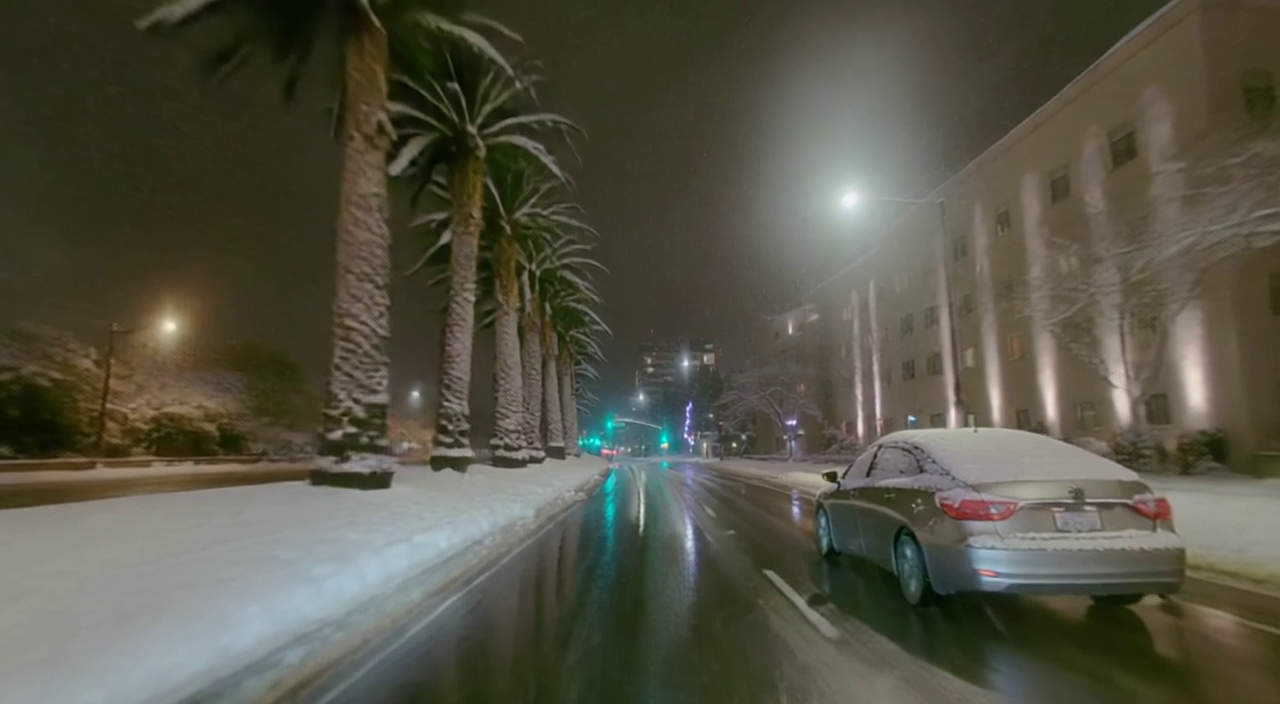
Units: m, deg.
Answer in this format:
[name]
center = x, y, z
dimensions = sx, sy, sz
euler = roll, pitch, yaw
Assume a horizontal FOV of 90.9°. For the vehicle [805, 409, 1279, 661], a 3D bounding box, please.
[vehicle]
center = 3.172, 1.462, 6.163
dimensions = 1.867, 1.554, 4.301
euler = 0, -8, -1
